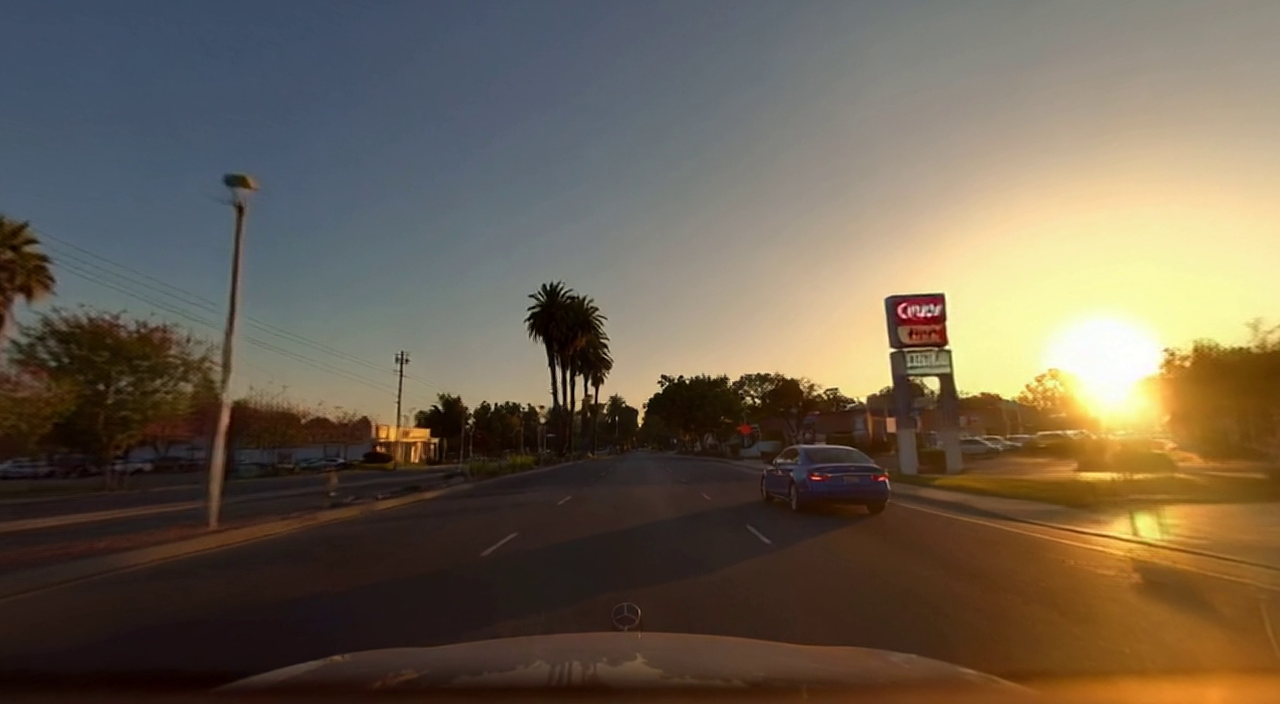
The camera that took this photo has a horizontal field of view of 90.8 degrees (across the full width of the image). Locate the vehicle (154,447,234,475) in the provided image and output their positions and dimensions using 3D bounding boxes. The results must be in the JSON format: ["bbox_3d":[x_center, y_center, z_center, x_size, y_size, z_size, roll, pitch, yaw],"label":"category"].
[{"bbox_3d":[-33.301,8.146,47.376,2.216,1.965,5.147,0,-9,0],"label":"vehicle"}]

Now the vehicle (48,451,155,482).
[{"bbox_3d":[-33.439,7.093,39.451,2.347,1.610,4.867,-1,-8,1],"label":"vehicle"}]

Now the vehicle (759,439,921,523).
[{"bbox_3d":[3.897,2.576,13.197,1.978,1.442,4.262,0,-8,0],"label":"vehicle"}]

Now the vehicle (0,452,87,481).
[{"bbox_3d":[-37.413,7.111,39.372,2.052,1.645,4.225,0,-9,-2],"label":"vehicle"}]
